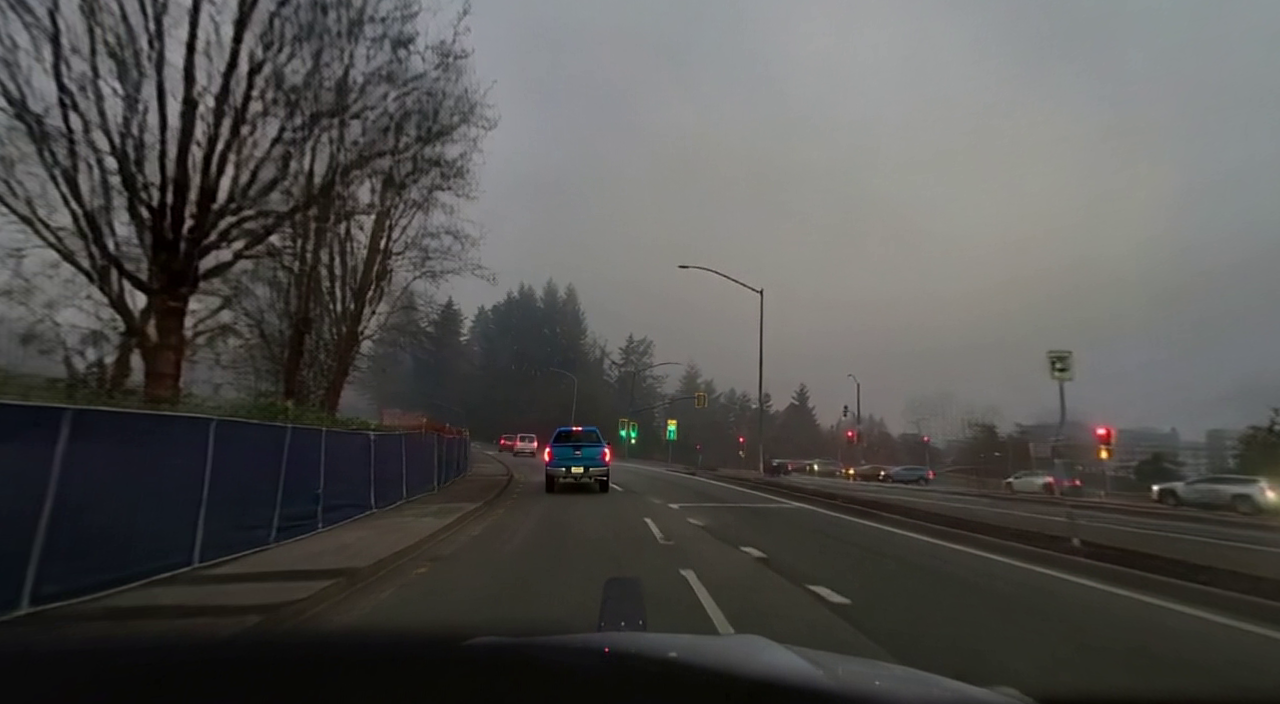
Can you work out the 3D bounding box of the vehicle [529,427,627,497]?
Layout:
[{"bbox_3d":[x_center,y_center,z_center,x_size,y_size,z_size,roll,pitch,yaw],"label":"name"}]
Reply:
[{"bbox_3d":[-1.834,3.137,18.467,2.436,1.698,5.322,1,-8,-6],"label":"vehicle"}]

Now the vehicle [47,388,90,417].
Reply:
[{"bbox_3d":[-40.128,3.602,44.393,1.907,1.637,5.187,10,-13,-39],"label":"vehicle"}]

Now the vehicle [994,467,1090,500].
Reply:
[{"bbox_3d":[21.748,7.128,34.375,1.805,1.494,4.362,1,-9,-11],"label":"vehicle"}]

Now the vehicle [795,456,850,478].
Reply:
[{"bbox_3d":[14.161,8.924,49.245,1.884,1.622,4.485,3,-10,-17],"label":"vehicle"}]

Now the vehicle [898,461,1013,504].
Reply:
[{"bbox_3d":[13.063,5.407,26.481,1.838,1.494,4.553,1,-9,-11],"label":"vehicle"}]

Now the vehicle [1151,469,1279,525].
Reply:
[{"bbox_3d":[23.260,5.548,24.589,1.938,1.781,5.078,1,-9,-8],"label":"vehicle"}]
